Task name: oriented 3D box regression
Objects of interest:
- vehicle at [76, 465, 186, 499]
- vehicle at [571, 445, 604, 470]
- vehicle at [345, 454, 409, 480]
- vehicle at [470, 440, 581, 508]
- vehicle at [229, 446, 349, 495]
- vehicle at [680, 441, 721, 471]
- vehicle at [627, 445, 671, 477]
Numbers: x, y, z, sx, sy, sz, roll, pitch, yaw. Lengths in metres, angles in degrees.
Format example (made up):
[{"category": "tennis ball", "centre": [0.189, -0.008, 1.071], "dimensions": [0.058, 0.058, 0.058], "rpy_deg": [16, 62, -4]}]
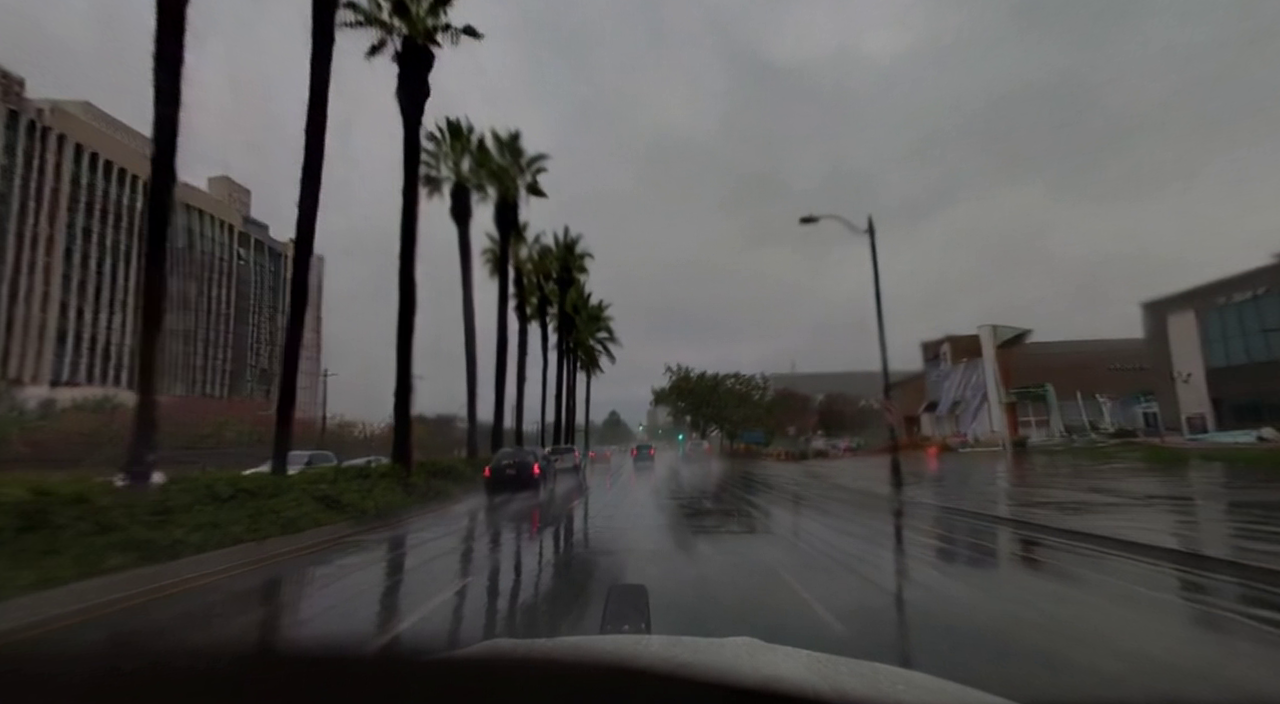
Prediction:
[{"category": "vehicle", "centre": [-26.308, 6.732, 32.831], "dimensions": [1.872, 1.472, 4.513], "rpy_deg": [0, -8, 1]}, {"category": "vehicle", "centre": [-3.748, 7.607, 45.812], "dimensions": [2.168, 1.719, 4.283], "rpy_deg": [0, -8, -2]}, {"category": "vehicle", "centre": [-16.830, 7.390, 40.608], "dimensions": [1.937, 1.480, 4.889], "rpy_deg": [0, -8, 1]}, {"category": "vehicle", "centre": [-2.771, 3.058, 16.319], "dimensions": [1.908, 1.505, 4.369], "rpy_deg": [0, -8, 2]}, {"category": "vehicle", "centre": [-13.647, 4.593, 24.925], "dimensions": [2.096, 1.721, 4.628], "rpy_deg": [0, -8, -1]}, {"category": "vehicle", "centre": [3.758, 6.546, 39.805], "dimensions": [2.108, 1.785, 4.334], "rpy_deg": [0, -8, -1]}, {"category": "vehicle", "centre": [0.437, 5.560, 32.375], "dimensions": [2.147, 1.507, 3.953], "rpy_deg": [0, -8, 0]}]
